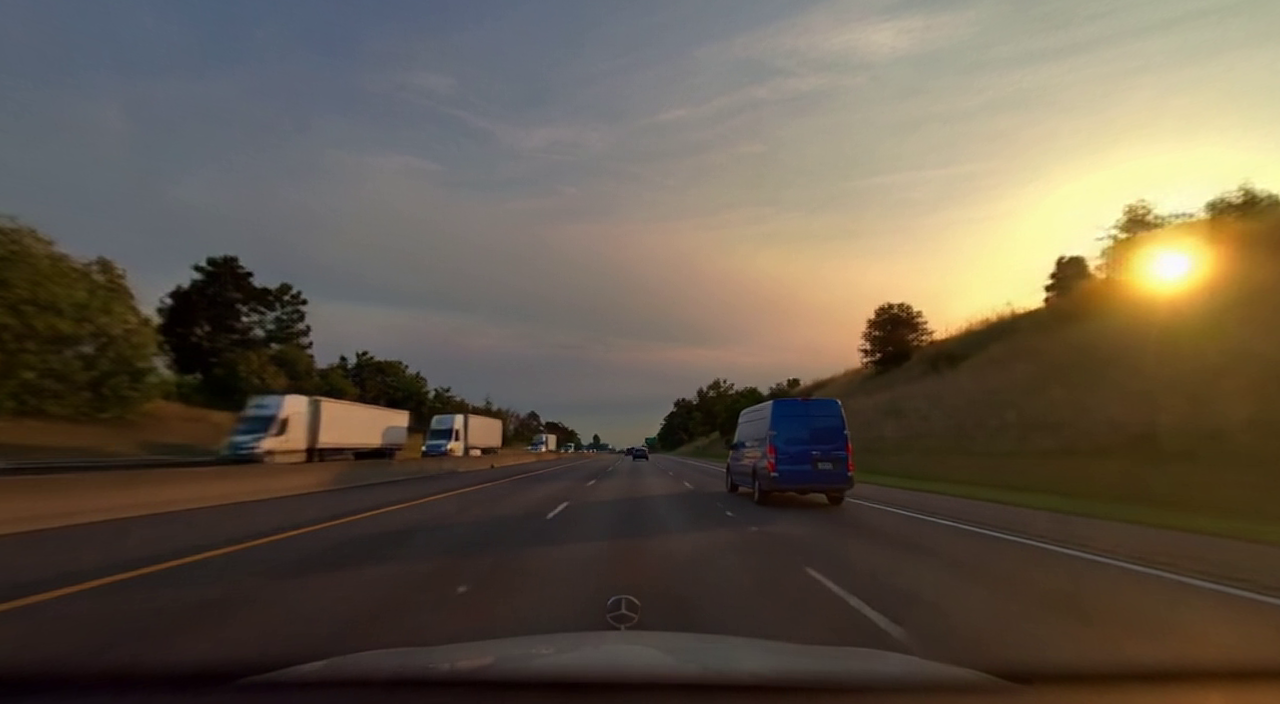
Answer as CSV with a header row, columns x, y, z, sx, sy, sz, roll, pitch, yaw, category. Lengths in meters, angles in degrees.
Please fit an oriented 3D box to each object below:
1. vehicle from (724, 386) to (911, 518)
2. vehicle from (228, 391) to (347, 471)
x,y,z,sx,sy,sz,roll,pitch,yaw,category
3.856,2.428,15.524,2.552,2.524,6.630,0,-9,-1,vehicle
-19.517,4.521,35.498,3.078,4.095,6.013,0,-9,0,vehicle
